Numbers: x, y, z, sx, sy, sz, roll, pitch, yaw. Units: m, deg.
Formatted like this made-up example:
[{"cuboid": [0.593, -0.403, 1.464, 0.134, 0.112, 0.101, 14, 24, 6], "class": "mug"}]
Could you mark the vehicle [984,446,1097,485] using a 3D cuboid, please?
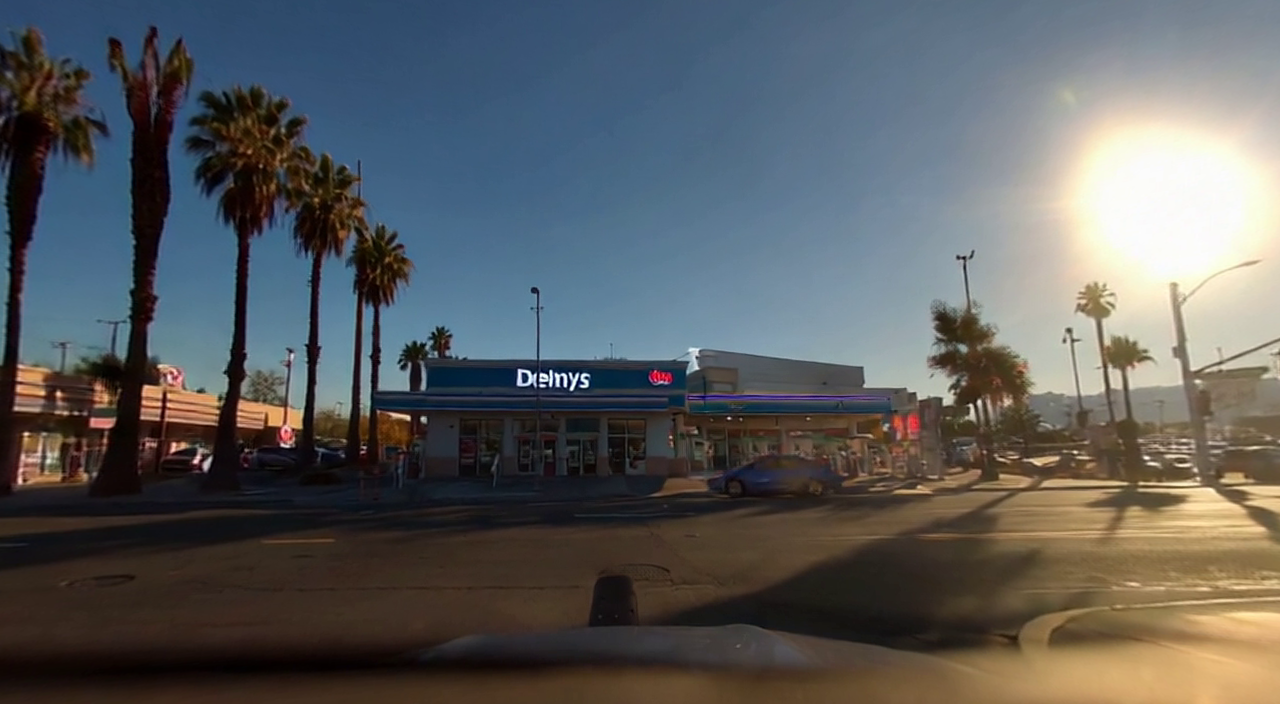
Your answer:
[{"cuboid": [22.086, 6.245, 34.932, 4.880, 1.754, 2.202, -1, -5, -6], "class": "vehicle"}]

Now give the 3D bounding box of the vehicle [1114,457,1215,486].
[{"cuboid": [31.740, 7.217, 38.422, 2.074, 1.480, 4.369, 1, -8, -6], "class": "vehicle"}]

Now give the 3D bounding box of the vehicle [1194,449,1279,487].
[{"cuboid": [34.933, 6.409, 35.219, 2.490, 1.958, 5.823, 1, -8, -5], "class": "vehicle"}]

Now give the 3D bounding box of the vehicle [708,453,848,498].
[{"cuboid": [4.919, 4.454, 22.932, 4.570, 1.480, 1.873, 0, -8, -4], "class": "vehicle"}]
